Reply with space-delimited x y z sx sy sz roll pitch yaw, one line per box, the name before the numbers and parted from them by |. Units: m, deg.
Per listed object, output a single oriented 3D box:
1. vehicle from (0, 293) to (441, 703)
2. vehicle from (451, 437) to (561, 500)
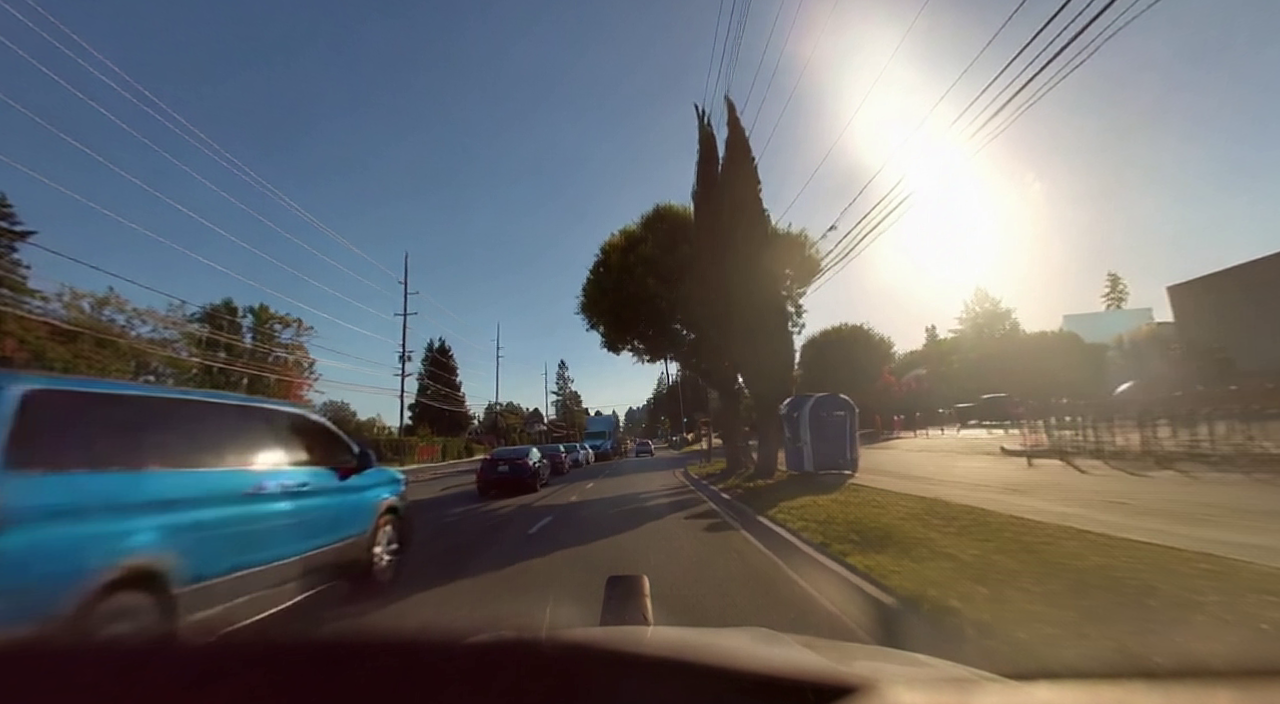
vehicle | -3.235 1.017 4.103 2.180 1.818 5.117 0 -8 0
vehicle | -3.422 3.061 16.981 1.998 1.466 4.124 0 -8 1
